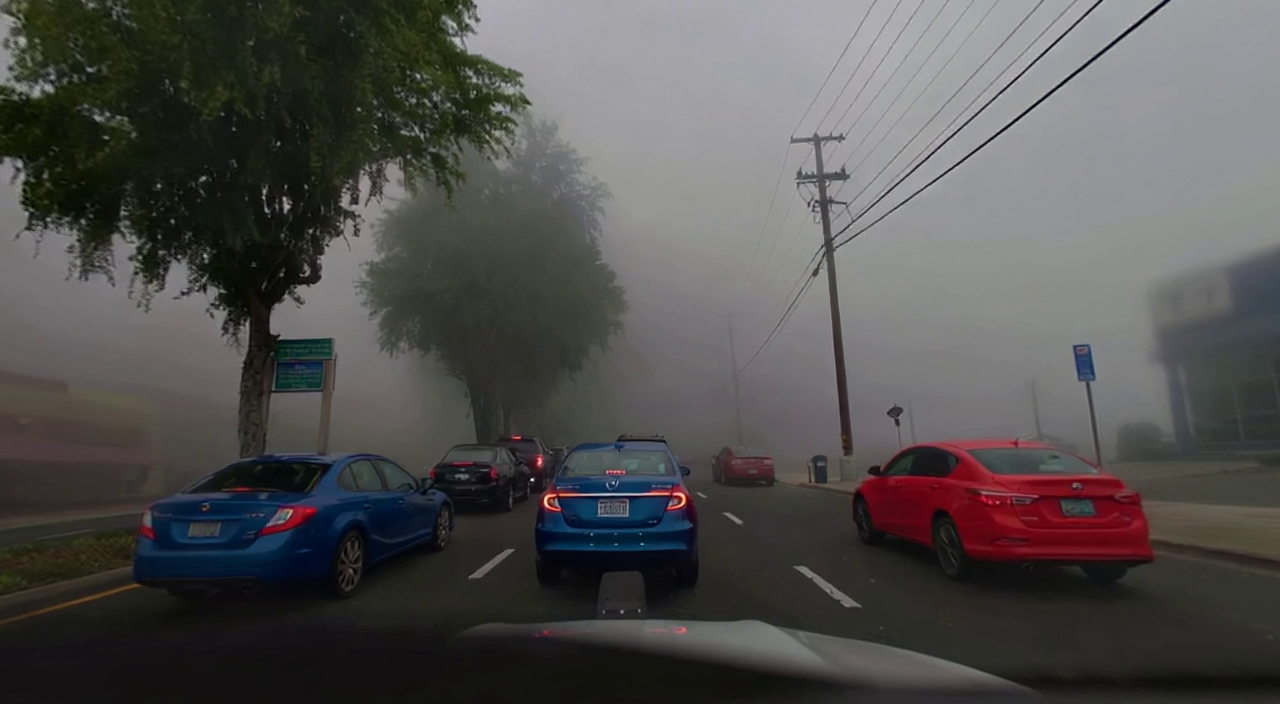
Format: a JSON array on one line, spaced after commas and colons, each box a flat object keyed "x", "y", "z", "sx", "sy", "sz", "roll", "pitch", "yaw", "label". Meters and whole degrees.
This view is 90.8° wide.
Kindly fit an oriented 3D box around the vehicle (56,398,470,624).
[{"x": -3.434, "y": 1.520, "z": 6.988, "sx": 1.979, "sy": 1.697, "sz": 4.254, "roll": 0, "pitch": -9, "yaw": -1, "label": "vehicle"}]

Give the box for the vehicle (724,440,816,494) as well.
[{"x": 3.824, "y": 3.435, "z": 19.299, "sx": 1.876, "sy": 1.456, "sz": 4.025, "roll": 0, "pitch": -9, "yaw": -1, "label": "vehicle"}]

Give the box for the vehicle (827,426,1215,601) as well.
[{"x": 3.907, "y": 1.706, "z": 7.623, "sx": 1.909, "sy": 1.473, "sz": 4.361, "roll": 0, "pitch": -9, "yaw": -1, "label": "vehicle"}]

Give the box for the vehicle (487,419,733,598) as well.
[{"x": -0.310, "y": 1.631, "z": 7.403, "sx": 2.097, "sy": 1.511, "sz": 3.809, "roll": 0, "pitch": -9, "yaw": -2, "label": "vehicle"}]
